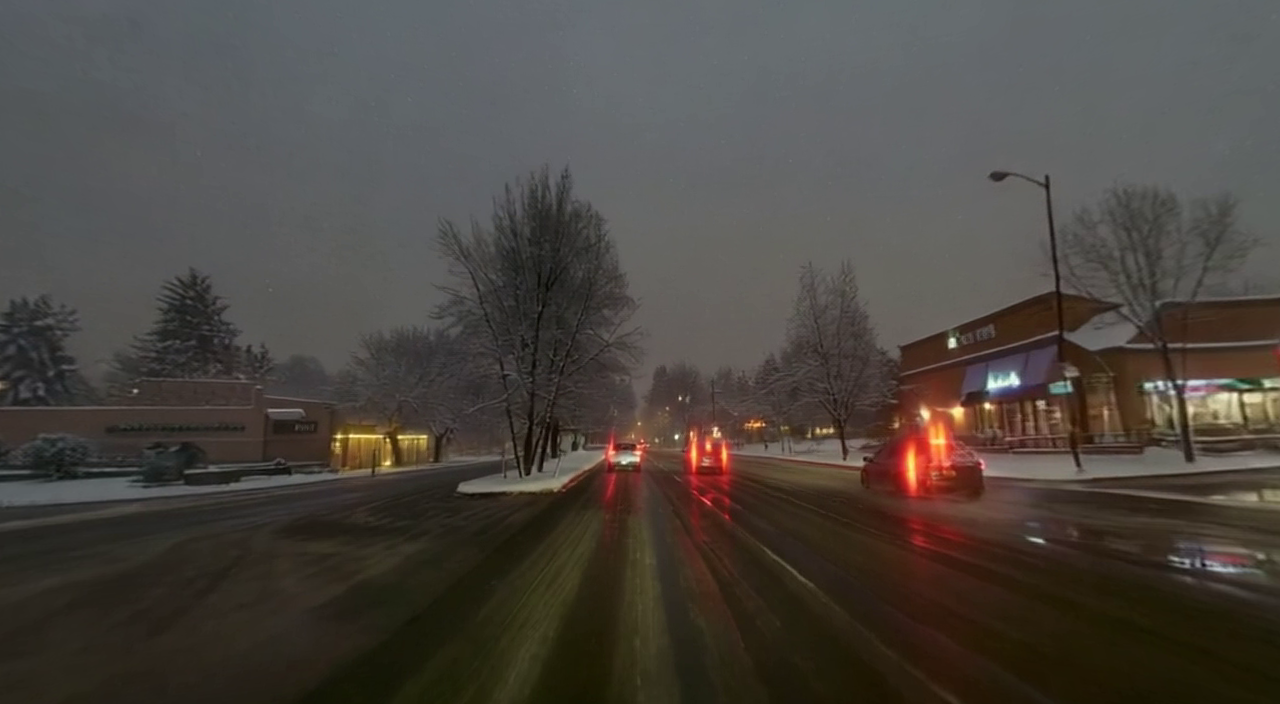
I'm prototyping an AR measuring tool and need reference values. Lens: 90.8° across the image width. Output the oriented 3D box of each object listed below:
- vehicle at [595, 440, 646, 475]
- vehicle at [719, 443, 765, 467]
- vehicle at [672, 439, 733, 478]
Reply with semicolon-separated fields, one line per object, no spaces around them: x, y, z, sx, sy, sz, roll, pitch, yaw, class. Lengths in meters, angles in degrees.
-0.897;4.935;29.782;2.242;1.474;4.127;0;-8;-1;vehicle
6.316;6.435;39.624;2.068;1.393;3.874;0;-8;-2;vehicle
2.583;4.562;27.336;2.057;1.491;4.675;0;-8;-2;vehicle
